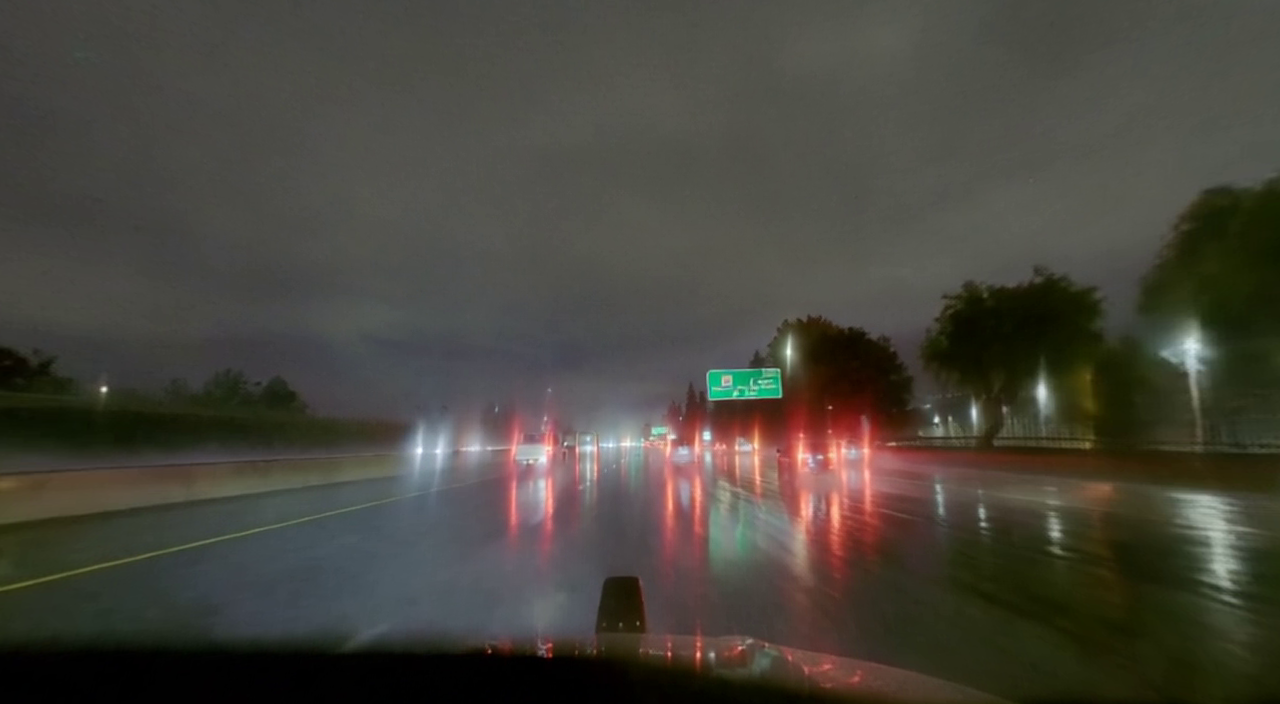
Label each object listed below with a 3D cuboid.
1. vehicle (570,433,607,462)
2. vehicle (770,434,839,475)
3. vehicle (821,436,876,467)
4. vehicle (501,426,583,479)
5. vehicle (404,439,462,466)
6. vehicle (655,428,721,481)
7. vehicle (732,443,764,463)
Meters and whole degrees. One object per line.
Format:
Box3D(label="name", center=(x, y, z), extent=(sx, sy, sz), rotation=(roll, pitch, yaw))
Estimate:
Box3D(label="vehicle", center=(-3.902, 7.412, 48.948), extent=(2.317, 2.049, 5.746), rotation=(0, -8, 1))
Box3D(label="vehicle", center=(7.253, 4.557, 28.137), extent=(2.022, 1.682, 4.226), rotation=(0, -8, 1))
Box3D(label="vehicle", center=(12.800, 6.147, 38.932), extent=(2.010, 1.765, 4.375), rotation=(0, -8, 1))
Box3D(label="vehicle", center=(-3.572, 3.806, 23.981), extent=(2.199, 1.777, 4.790), rotation=(0, -8, 2))
Box3D(label="vehicle", center=(-13.270, 6.453, 40.631), extent=(1.960, 1.588, 4.540), rotation=(0, -9, 3))
Box3D(label="vehicle", center=(1.668, 3.694, 22.895), extent=(2.181, 1.728, 3.970), rotation=(0, -8, 2))
Box3D(label="vehicle", center=(8.287, 7.767, 48.600), extent=(1.815, 1.479, 3.892), rotation=(0, -8, 1))
